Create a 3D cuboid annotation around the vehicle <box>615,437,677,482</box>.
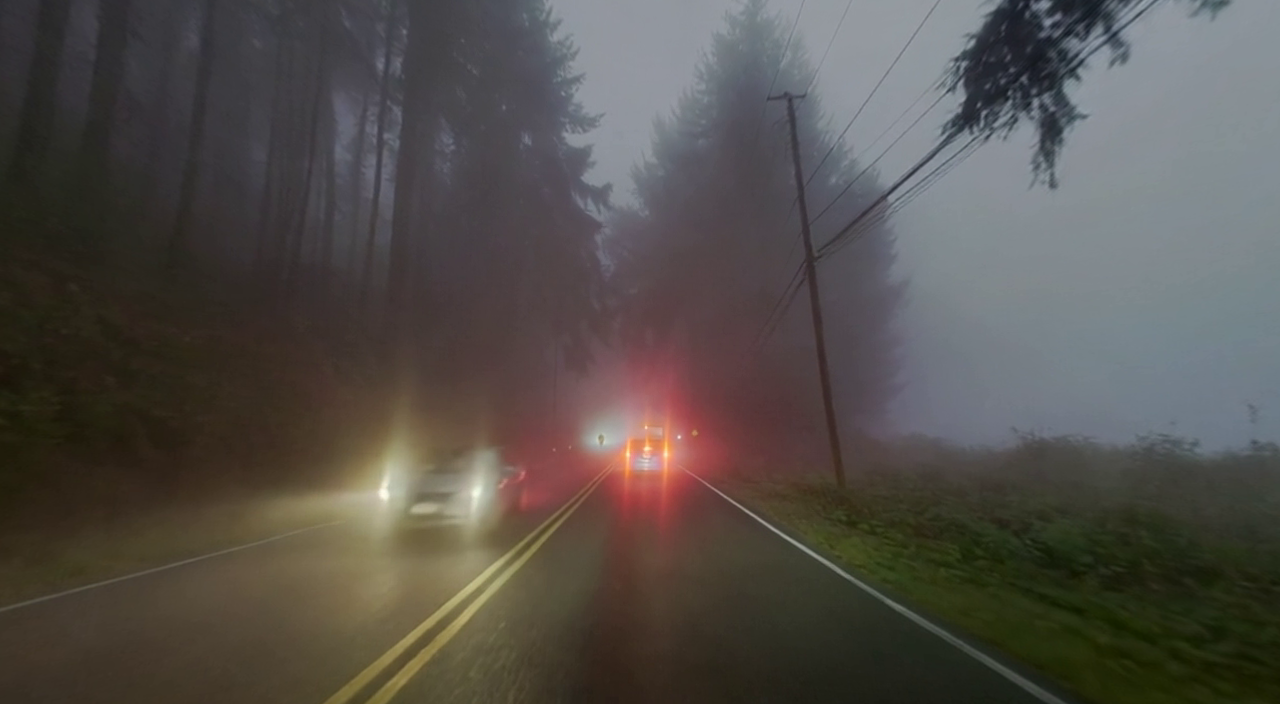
[{"bbox_3d":[0.182,3.930,23.205,2.081,1.503,3.726,0,-8,-1],"label":"vehicle"}]
